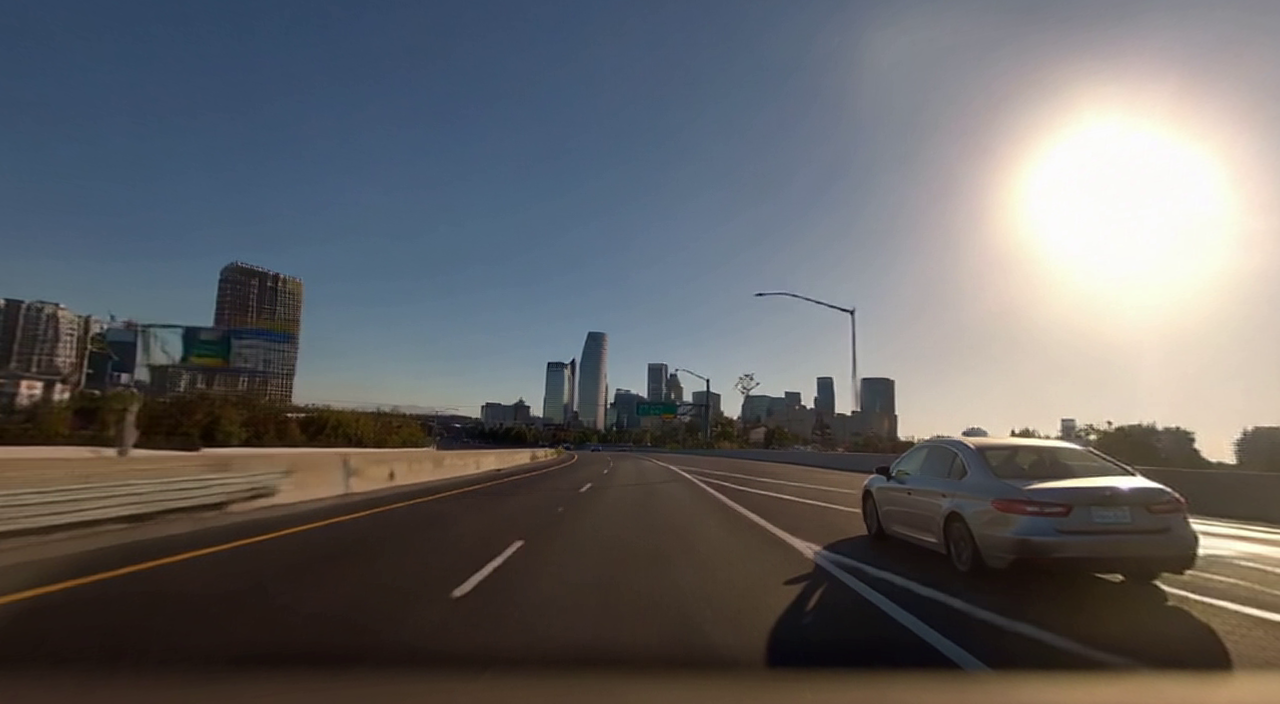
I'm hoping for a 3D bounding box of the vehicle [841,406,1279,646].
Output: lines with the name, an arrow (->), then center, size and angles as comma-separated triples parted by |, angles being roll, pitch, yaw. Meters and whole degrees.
vehicle -> 3.930, 1.506, 6.589 | 2.104, 1.575, 4.698 | 0, -9, 0
